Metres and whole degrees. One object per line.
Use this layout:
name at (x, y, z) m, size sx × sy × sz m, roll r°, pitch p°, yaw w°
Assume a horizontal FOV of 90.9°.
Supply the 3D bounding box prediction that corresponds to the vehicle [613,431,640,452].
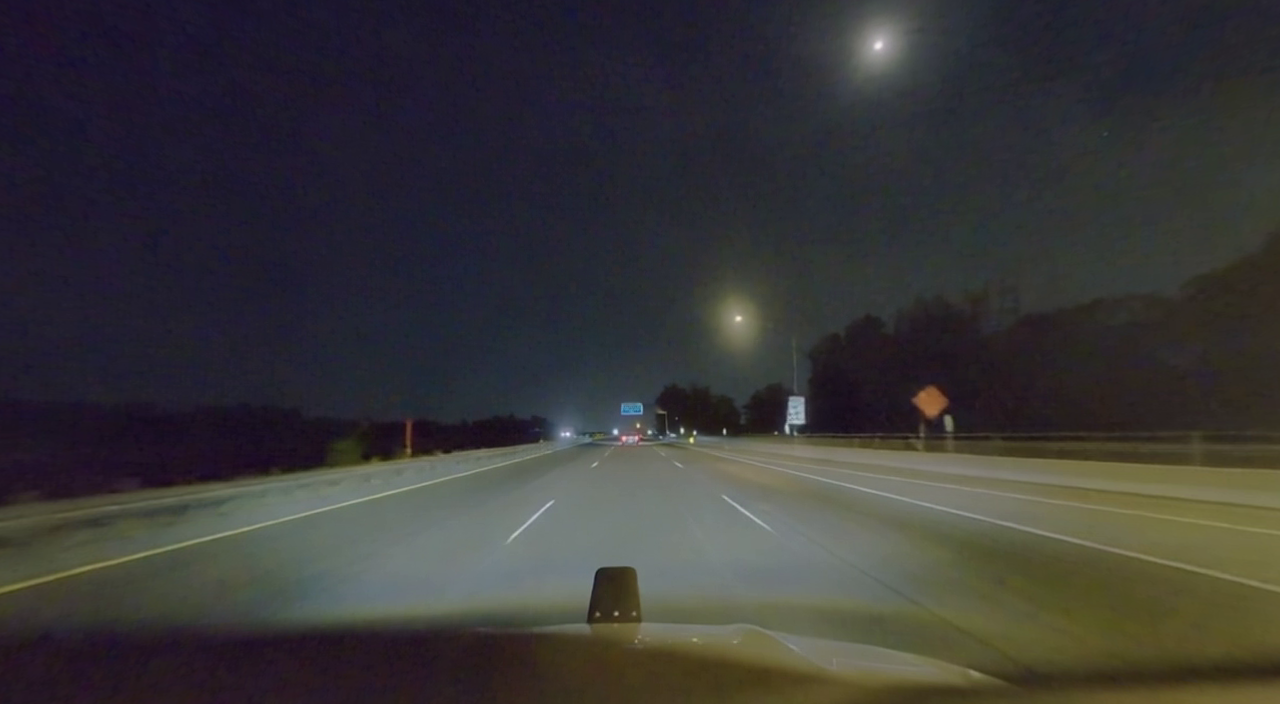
vehicle at (-1.061, 7.014, 49.592) m, size 1.993 × 1.519 × 4.046 m, roll 0°, pitch -8°, yaw -1°
